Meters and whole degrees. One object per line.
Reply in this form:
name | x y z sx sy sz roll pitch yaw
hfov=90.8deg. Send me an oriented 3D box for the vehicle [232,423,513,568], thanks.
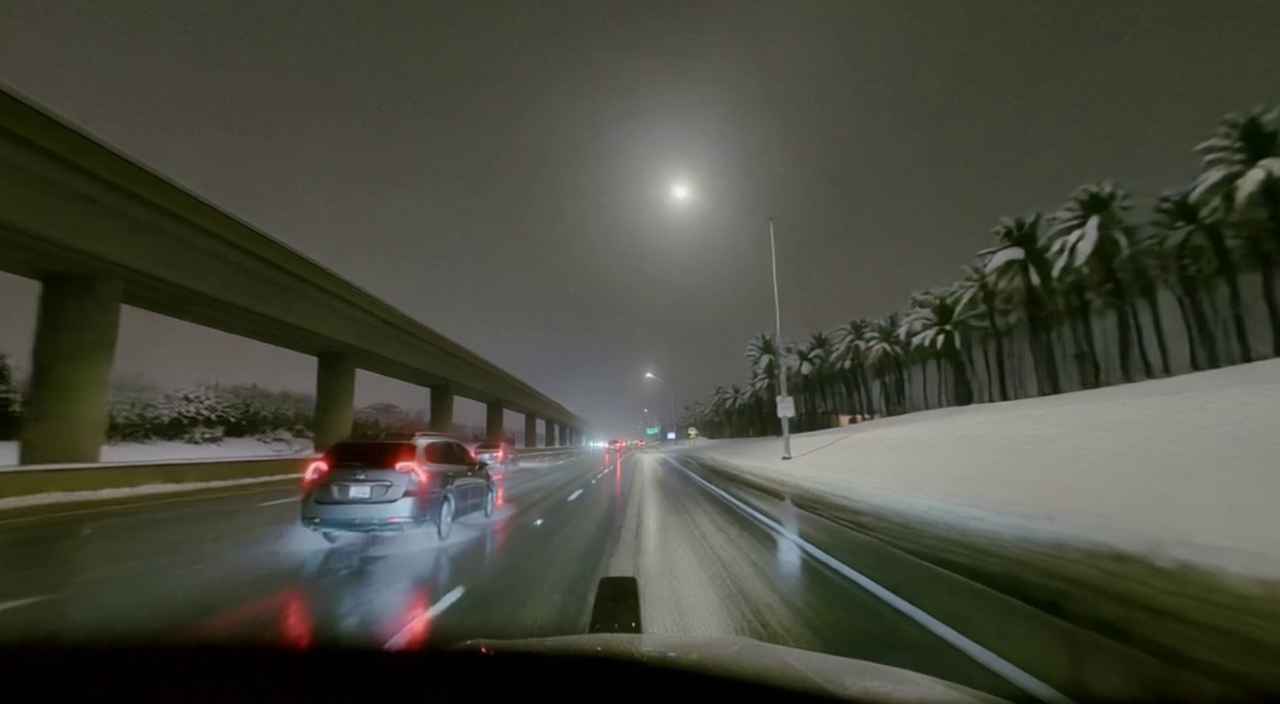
vehicle | -3.298 1.861 9.066 1.978 1.499 4.695 0 -8 0
